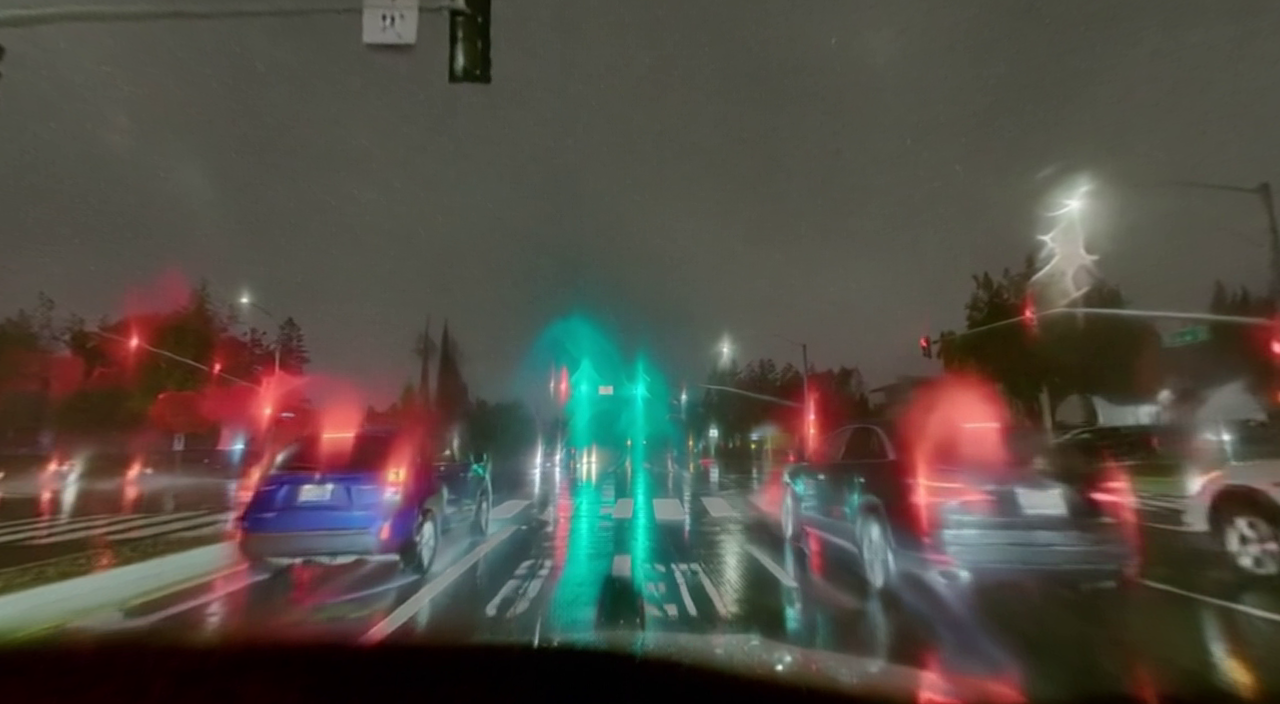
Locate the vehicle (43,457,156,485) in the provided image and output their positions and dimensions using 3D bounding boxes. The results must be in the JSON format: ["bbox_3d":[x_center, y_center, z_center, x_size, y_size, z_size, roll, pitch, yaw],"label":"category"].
[{"bbox_3d":[-31.825,7.002,37.270,4.825,1.483,1.817,1,-8,-3],"label":"vehicle"}]

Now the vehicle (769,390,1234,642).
[{"bbox_3d":[2.876,1.405,6.526,2.099,1.671,4.491,0,-8,-1],"label":"vehicle"}]

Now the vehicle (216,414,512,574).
[{"bbox_3d":[-3.043,1.630,8.010,1.969,1.513,3.773,0,-8,1],"label":"vehicle"}]

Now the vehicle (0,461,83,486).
[{"bbox_3d":[-38.733,7.774,40.373,4.461,1.469,1.788,0,-8,-1],"label":"vehicle"}]
